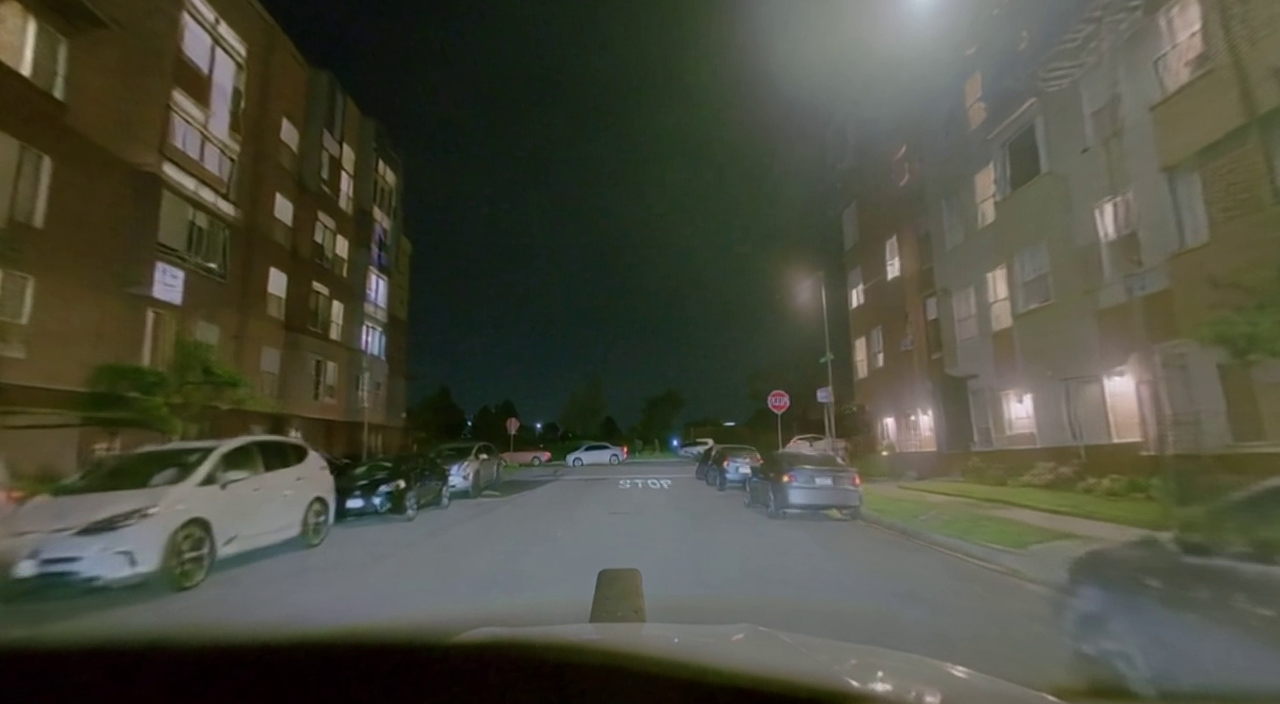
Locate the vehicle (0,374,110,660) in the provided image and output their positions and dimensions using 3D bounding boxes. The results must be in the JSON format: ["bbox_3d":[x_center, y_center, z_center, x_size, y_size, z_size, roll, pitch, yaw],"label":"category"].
[{"bbox_3d":[-5.468,0.914,2.852,2.216,1.953,4.553,0,-8,-2],"label":"vehicle"}]

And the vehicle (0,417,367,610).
[{"bbox_3d":[-5.582,1.842,8.231,2.075,1.774,4.596,0,-8,-2],"label":"vehicle"}]

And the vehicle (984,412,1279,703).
[{"bbox_3d":[3.368,0.900,1.843,2.008,1.479,4.622,0,-8,-2],"label":"vehicle"}]

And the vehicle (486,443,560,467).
[{"bbox_3d":[-7.346,6.544,40.049,4.423,1.449,1.813,1,-9,-5],"label":"vehicle"}]

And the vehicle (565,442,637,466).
[{"bbox_3d":[-2.453,6.502,40.347,4.489,1.470,1.776,1,-9,-3],"label":"vehicle"}]

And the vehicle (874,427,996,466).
[{"bbox_3d":[14.943,4.820,32.192,5.190,1.855,2.100,1,-8,-5],"label":"vehicle"}]

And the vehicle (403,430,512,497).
[{"bbox_3d":[-5.825,3.640,21.128,2.208,1.903,6.040,1,-8,-4],"label":"vehicle"}]

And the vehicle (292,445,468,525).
[{"bbox_3d":[-5.589,2.877,14.368,2.129,1.505,4.510,0,-8,-1],"label":"vehicle"}]

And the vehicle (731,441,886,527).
[{"bbox_3d":[3.280,2.652,13.330,1.919,1.490,4.339,0,-9,-2],"label":"vehicle"}]
